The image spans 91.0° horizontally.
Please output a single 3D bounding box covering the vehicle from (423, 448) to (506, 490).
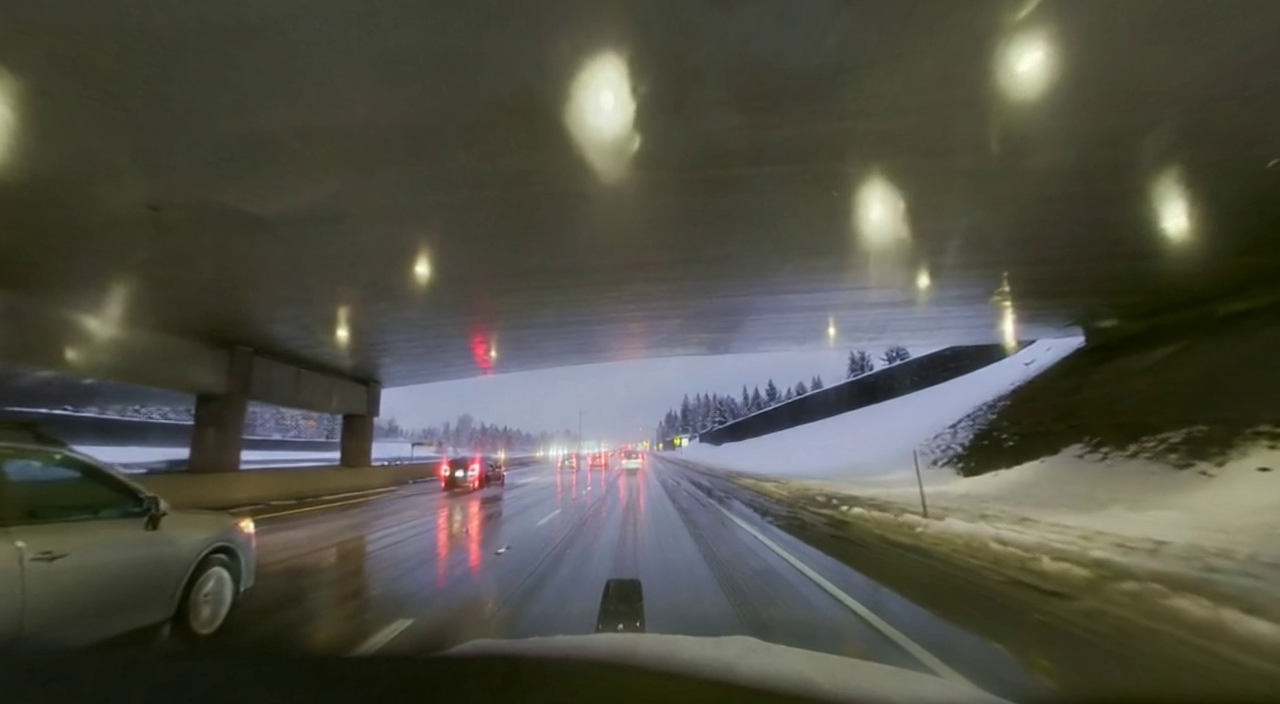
[{"bbox_3d":[-7.242,4.852,26.528,1.998,1.542,4.953,0,-9,1],"label":"vehicle"}]

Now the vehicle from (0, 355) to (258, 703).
[{"bbox_3d":[-3.728,0.804,2.091,2.059,1.725,4.521,0,-9,0],"label":"vehicle"}]
